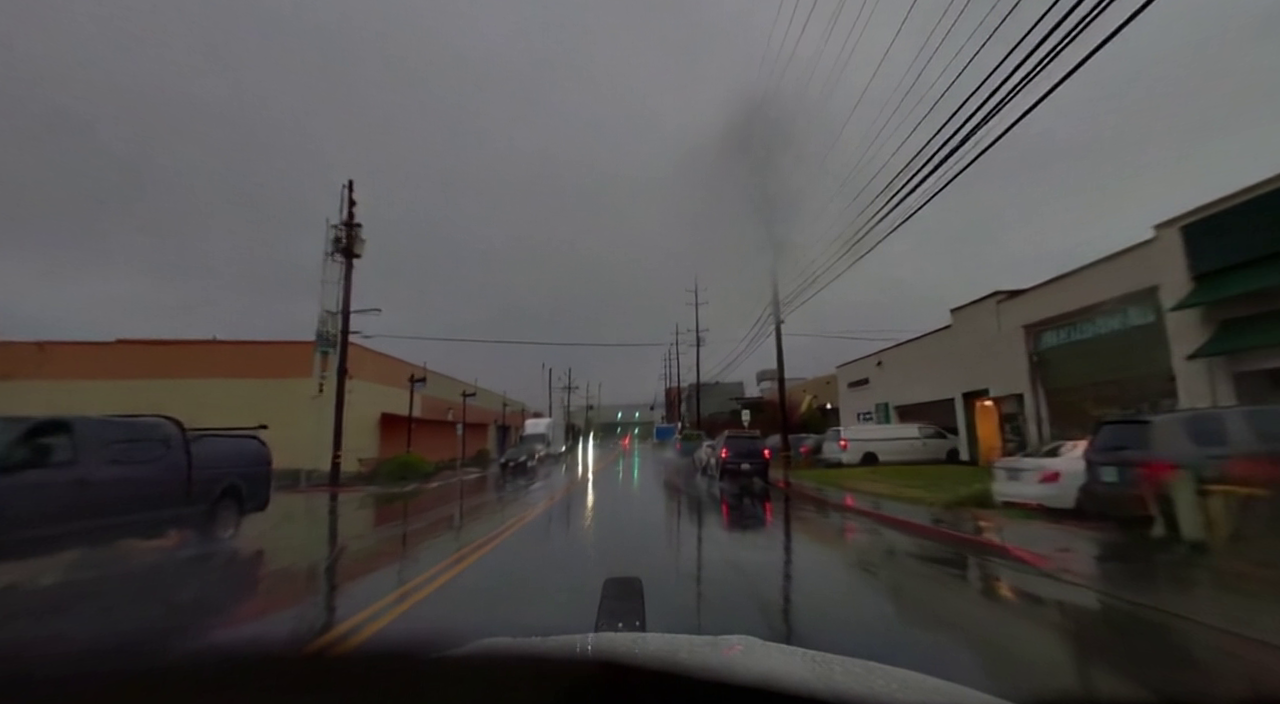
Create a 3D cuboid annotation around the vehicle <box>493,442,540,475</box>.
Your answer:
[{"bbox_3d":[-7.846,6.786,40.514,2.123,1.802,4.486,-4,-8,-2],"label":"vehicle"}]

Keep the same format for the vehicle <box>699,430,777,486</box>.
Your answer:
[{"bbox_3d":[3.751,4.205,25.379,2.333,1.967,6.008,0,-8,2],"label":"vehicle"}]

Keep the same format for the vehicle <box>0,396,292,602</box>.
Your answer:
[{"bbox_3d":[-7.950,1.927,8.988,2.530,2.110,6.445,-3,-8,-2],"label":"vehicle"}]

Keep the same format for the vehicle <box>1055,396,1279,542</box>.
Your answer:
[{"bbox_3d":[8.915,1.616,9.035,4.406,1.822,2.071,0,-8,1],"label":"vehicle"}]

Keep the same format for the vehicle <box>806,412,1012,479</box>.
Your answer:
[{"bbox_3d":[10.962,3.888,26.317,7.236,2.219,2.674,-3,-8,0],"label":"vehicle"}]
